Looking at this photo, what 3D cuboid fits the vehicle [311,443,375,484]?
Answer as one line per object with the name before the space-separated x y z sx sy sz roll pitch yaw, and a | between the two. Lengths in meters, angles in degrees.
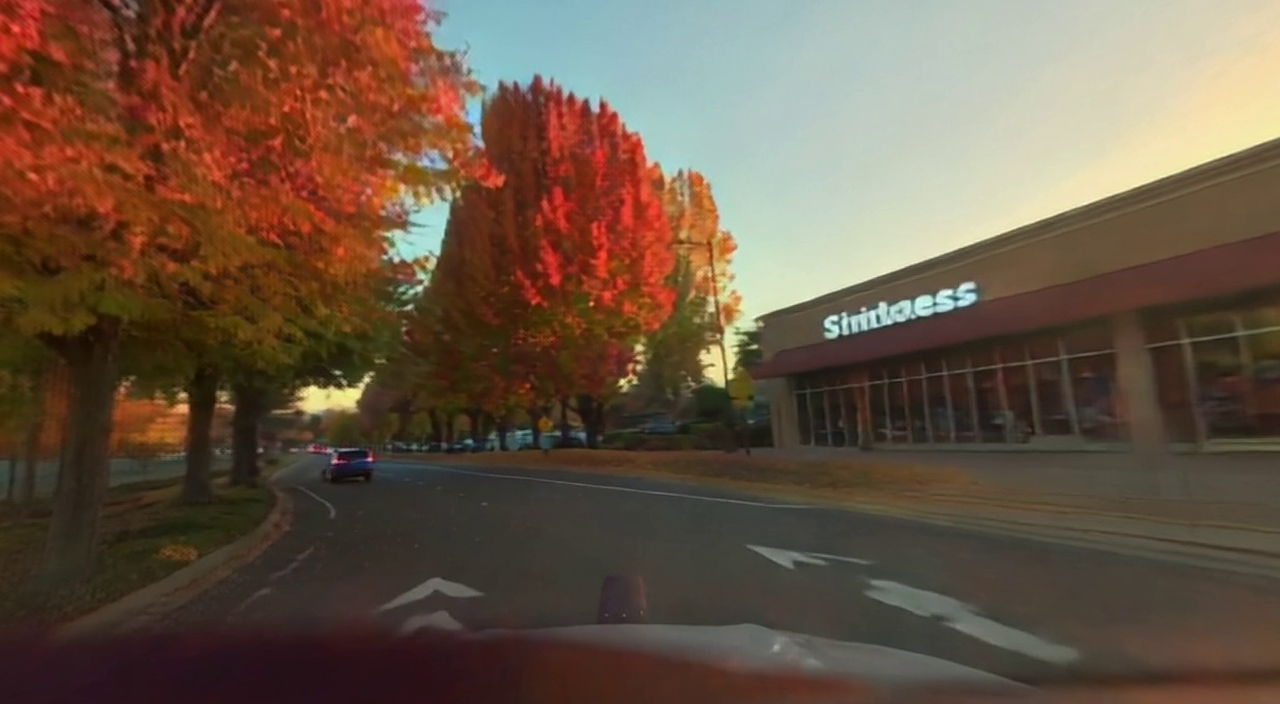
vehicle | -14.817 5.430 31.267 2.146 1.814 5.110 5 -10 -32
